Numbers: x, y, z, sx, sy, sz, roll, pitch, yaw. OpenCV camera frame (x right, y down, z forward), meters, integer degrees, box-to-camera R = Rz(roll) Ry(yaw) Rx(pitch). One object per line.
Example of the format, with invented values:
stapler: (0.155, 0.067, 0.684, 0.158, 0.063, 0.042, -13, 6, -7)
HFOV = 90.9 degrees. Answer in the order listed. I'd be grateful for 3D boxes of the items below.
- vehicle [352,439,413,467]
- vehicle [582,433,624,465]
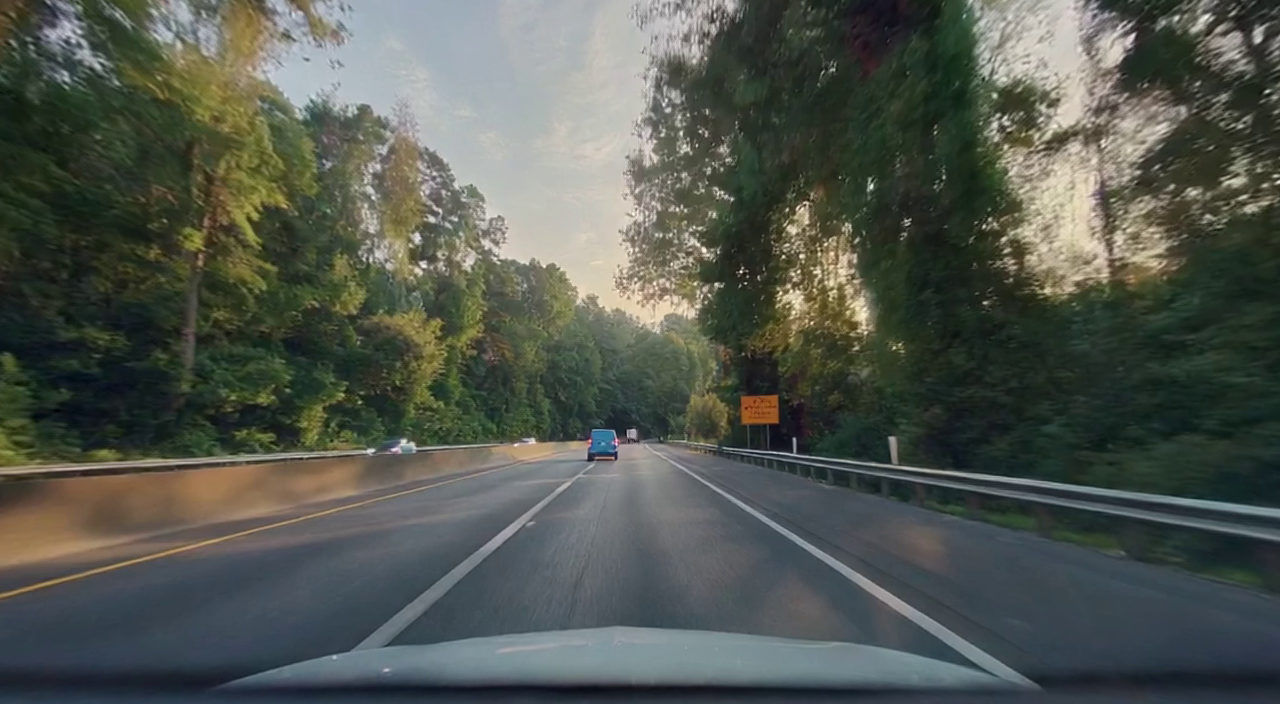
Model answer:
vehicle: (-16.255, 6.358, 40.081, 2.047, 1.671, 4.414, 0, -8, -1)
vehicle: (-2.019, 5.420, 35.496, 2.094, 1.653, 4.283, 0, -8, 1)
